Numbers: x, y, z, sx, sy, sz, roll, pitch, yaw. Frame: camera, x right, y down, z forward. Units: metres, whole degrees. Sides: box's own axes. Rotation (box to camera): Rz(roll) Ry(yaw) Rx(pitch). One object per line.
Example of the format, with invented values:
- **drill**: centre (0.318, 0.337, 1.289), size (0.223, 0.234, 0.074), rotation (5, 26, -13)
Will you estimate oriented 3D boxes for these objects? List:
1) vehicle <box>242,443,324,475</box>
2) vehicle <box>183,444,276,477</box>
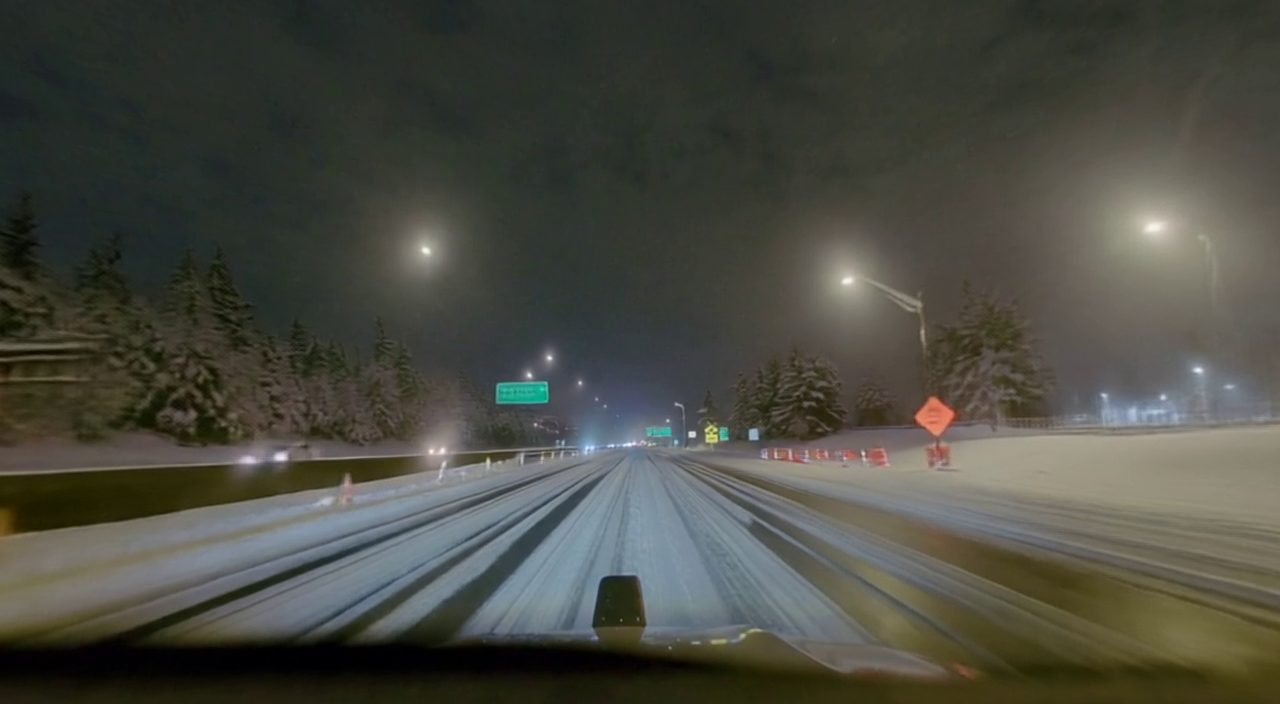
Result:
- **vehicle**: centre (-18.680, 5.595, 33.177), size (1.895, 1.593, 4.166), rotation (0, -9, 0)
- **vehicle**: centre (-22.262, 5.876, 34.425), size (2.008, 1.685, 4.516), rotation (0, -9, 0)
